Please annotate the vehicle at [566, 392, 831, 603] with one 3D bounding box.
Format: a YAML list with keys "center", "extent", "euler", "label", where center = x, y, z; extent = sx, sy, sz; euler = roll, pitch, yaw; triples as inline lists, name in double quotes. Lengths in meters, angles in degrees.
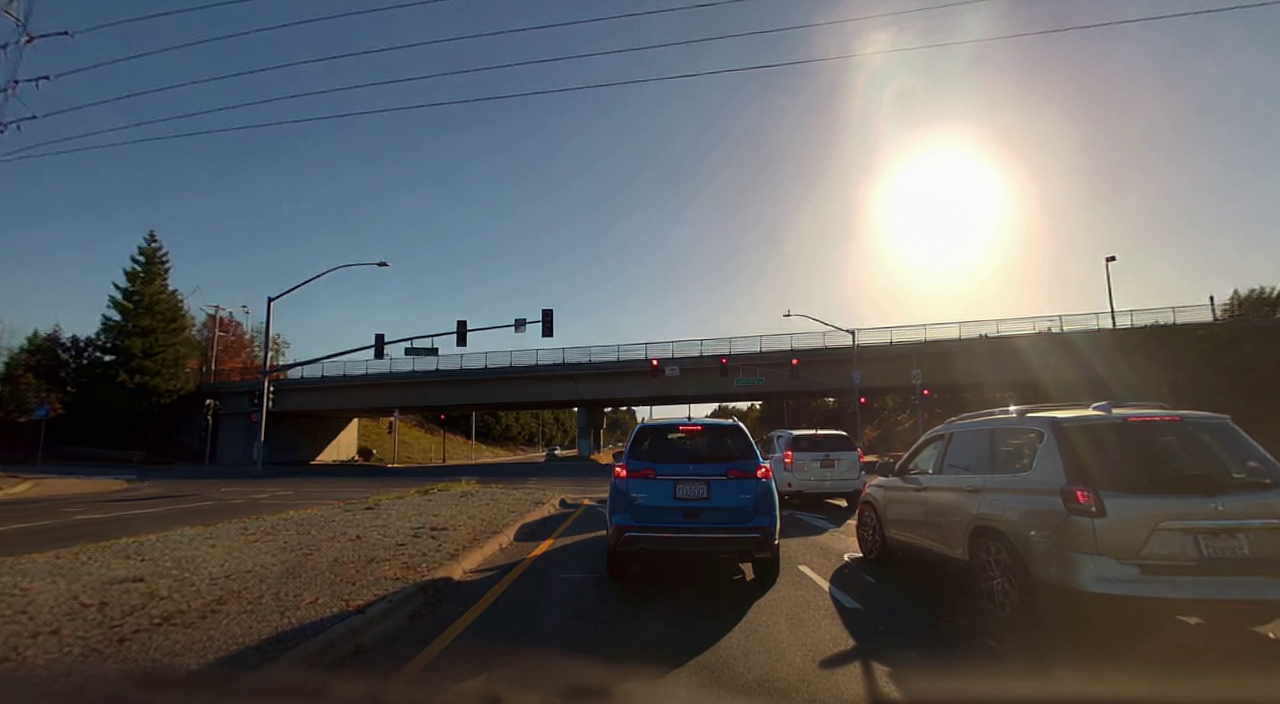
- center: [0.450, 1.553, 7.600]
  extent: [2.240, 1.778, 4.335]
  euler: [0, -8, -1]
  label: "vehicle"

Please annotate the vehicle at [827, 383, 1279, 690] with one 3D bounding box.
- center: [3.413, 1.335, 5.795]
  extent: [1.990, 1.649, 4.625]
  euler: [0, -8, 0]
  label: "vehicle"
